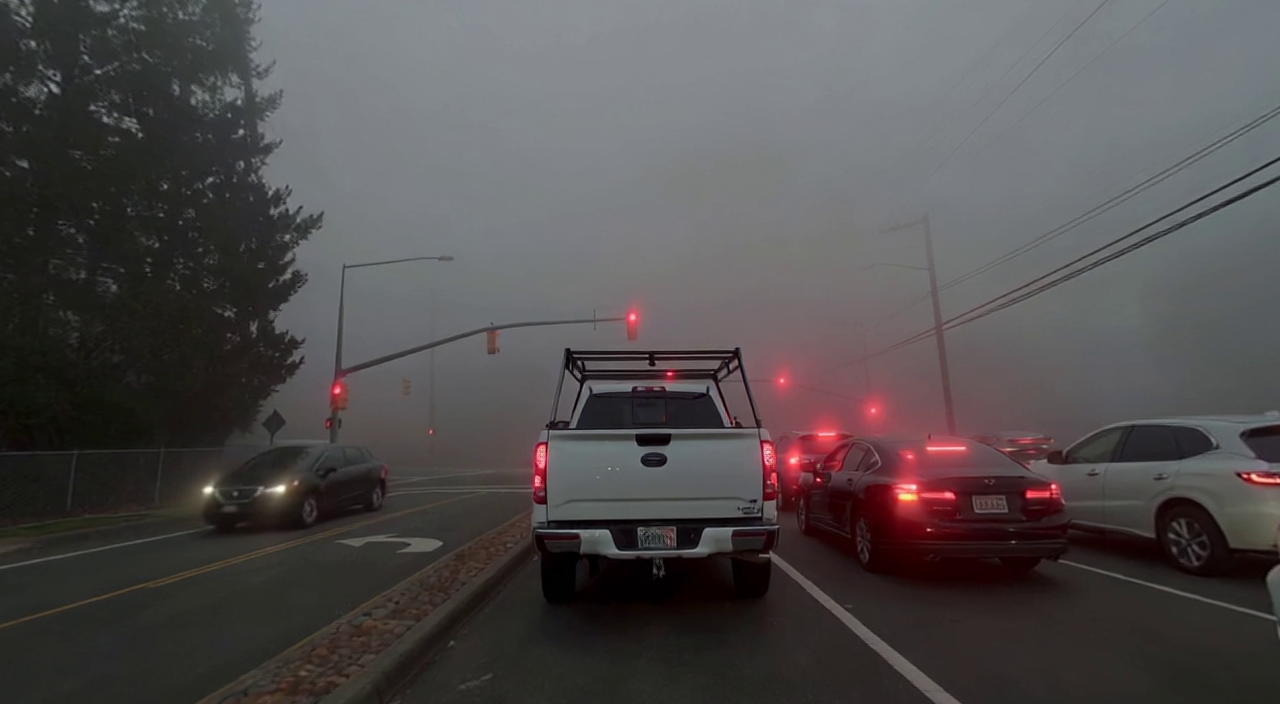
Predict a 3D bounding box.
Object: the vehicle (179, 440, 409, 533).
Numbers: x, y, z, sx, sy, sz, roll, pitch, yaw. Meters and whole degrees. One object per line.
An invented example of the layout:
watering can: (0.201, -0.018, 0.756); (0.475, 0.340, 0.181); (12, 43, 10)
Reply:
vehicle: (-7.282, 2.835, 14.024); (2.369, 1.690, 4.529); (0, -8, 3)

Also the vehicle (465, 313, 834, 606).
vehicle: (0.110, 1.267, 8.042); (2.831, 2.284, 6.149); (0, -8, 1)

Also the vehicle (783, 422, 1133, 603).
vehicle: (3.116, 1.643, 7.354); (1.993, 1.495, 4.060); (0, -8, 1)

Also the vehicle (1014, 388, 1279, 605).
vehicle: (6.154, 1.366, 6.449); (1.982, 1.727, 4.352); (0, -8, 1)
